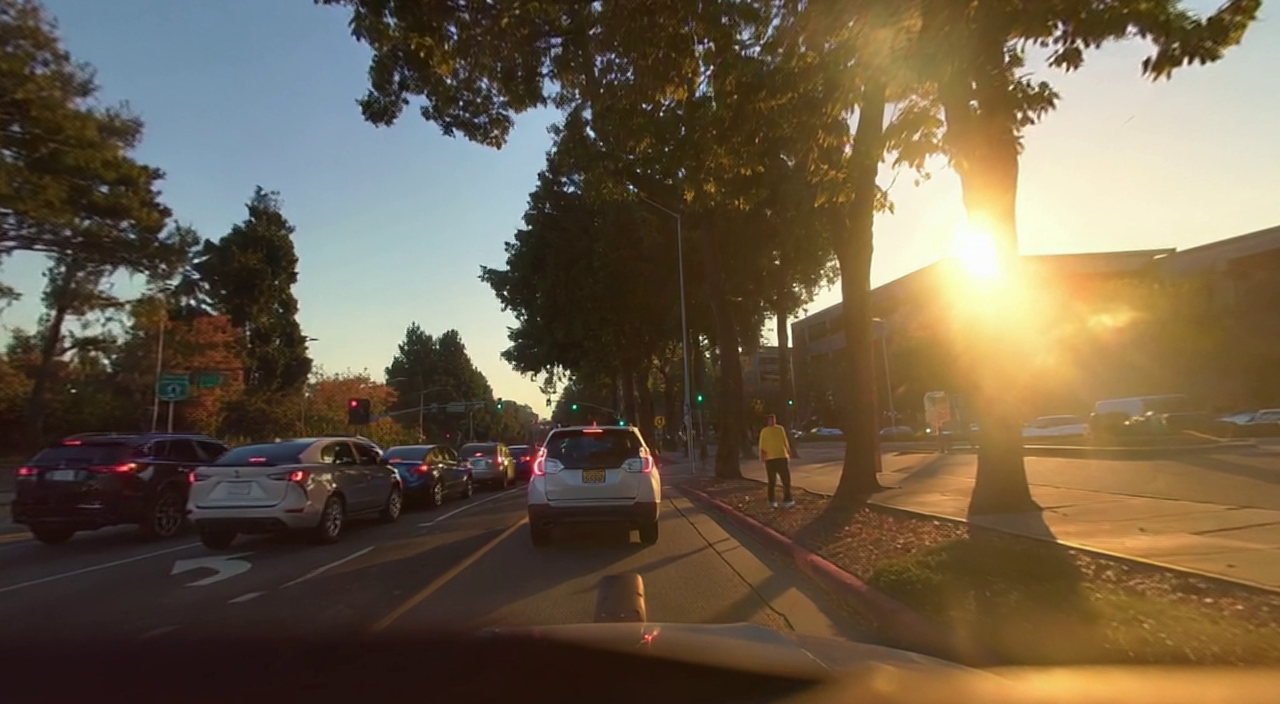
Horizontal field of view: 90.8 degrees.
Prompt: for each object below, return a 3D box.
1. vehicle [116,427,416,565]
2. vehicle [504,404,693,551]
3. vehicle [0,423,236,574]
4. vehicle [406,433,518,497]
[{"bbox_3d":[-5.404,2.109,10.067,2.010,1.674,4.484,0,-9,0],"label":"vehicle"},{"bbox_3d":[-0.578,1.893,10.145,2.368,1.829,4.293,0,-9,-2],"label":"vehicle"},{"bbox_3d":[-8.802,2.100,9.751,2.013,1.826,4.592,0,-9,0],"label":"vehicle"},{"bbox_3d":[-5.458,3.515,20.084,2.188,1.774,4.477,0,-9,0],"label":"vehicle"}]
